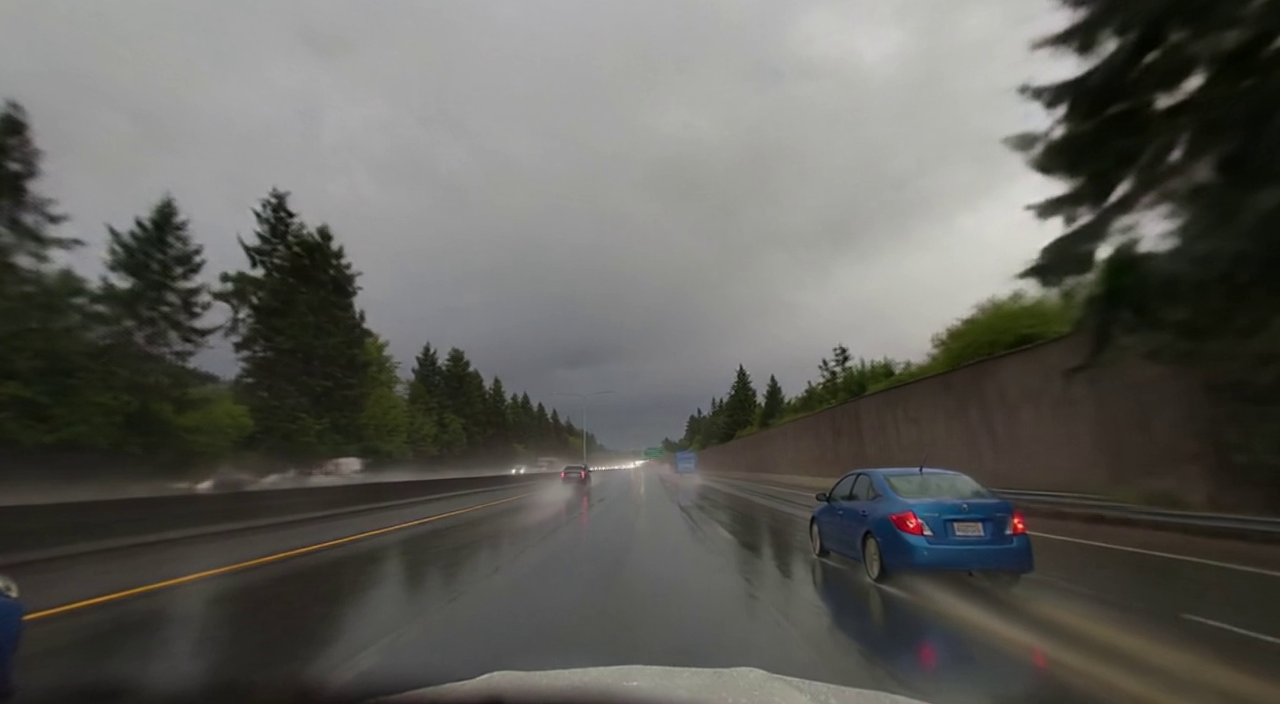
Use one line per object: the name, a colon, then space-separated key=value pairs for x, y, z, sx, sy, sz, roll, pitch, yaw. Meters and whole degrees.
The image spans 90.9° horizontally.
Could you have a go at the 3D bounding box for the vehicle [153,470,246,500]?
vehicle: x=-23.159 y=6.995 z=33.339 sx=1.760 sy=1.441 sz=4.193 roll=1 pitch=-10 yaw=1

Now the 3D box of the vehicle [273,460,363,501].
vehicle: x=-15.618 y=6.254 z=30.824 sx=2.045 sy=1.793 sz=4.254 roll=1 pitch=-10 yaw=0

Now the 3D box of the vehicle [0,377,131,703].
vehicle: x=-3.960 y=0.659 z=1.372 sx=1.999 sy=1.659 sz=4.340 roll=1 pitch=-10 yaw=0

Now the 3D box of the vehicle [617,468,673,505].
vehicle: x=0.209 y=5.774 z=27.356 sx=2.241 sy=1.425 sz=3.973 roll=1 pitch=-10 yaw=0

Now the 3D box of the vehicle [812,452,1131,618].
vehicle: x=3.747 y=2.132 z=8.077 sx=1.938 sy=1.561 sz=3.786 roll=1 pitch=-10 yaw=-1

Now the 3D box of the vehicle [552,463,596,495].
vehicle: x=-3.775 y=7.358 z=36.628 sx=2.021 sy=1.706 sz=4.247 roll=1 pitch=-10 yaw=1
